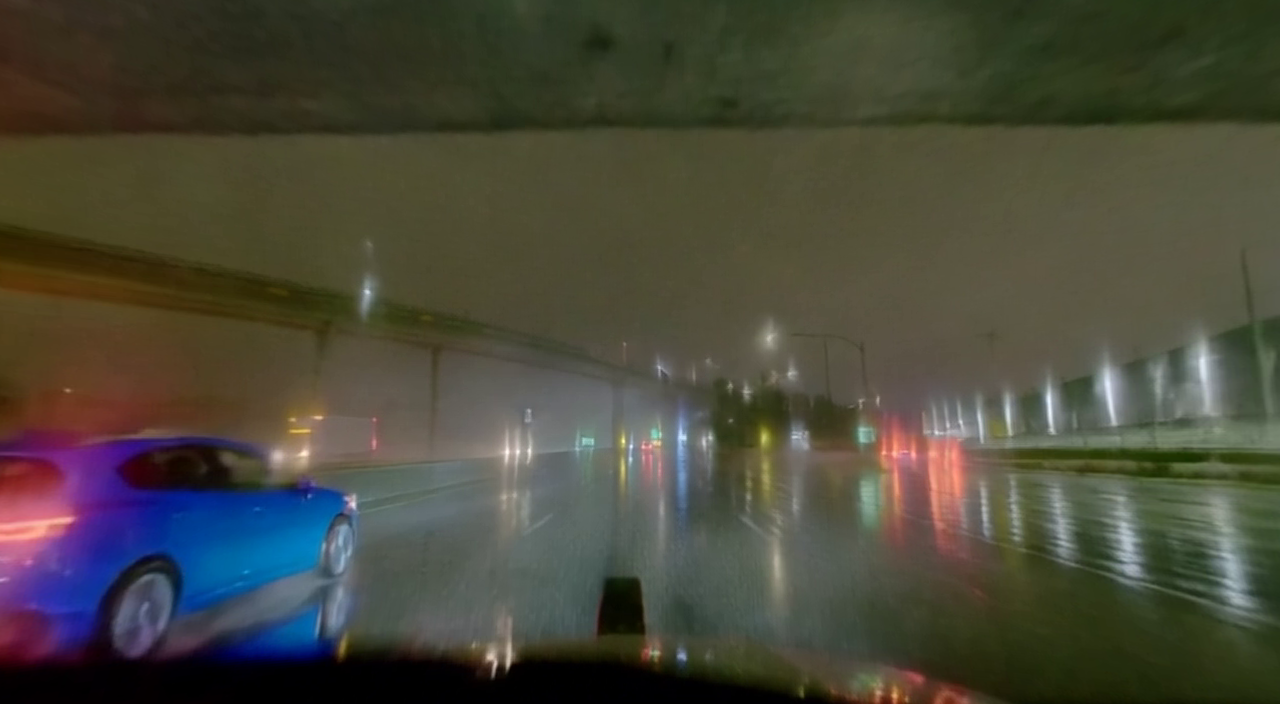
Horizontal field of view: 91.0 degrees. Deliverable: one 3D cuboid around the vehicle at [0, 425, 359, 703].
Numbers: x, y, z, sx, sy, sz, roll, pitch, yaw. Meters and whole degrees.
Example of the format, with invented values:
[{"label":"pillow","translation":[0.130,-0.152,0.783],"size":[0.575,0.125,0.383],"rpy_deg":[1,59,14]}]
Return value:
[{"label":"vehicle","translation":[-3.819,1.247,3.983],"size":[2.044,1.478,4.114],"rpy_deg":[0,-9,2]}]
